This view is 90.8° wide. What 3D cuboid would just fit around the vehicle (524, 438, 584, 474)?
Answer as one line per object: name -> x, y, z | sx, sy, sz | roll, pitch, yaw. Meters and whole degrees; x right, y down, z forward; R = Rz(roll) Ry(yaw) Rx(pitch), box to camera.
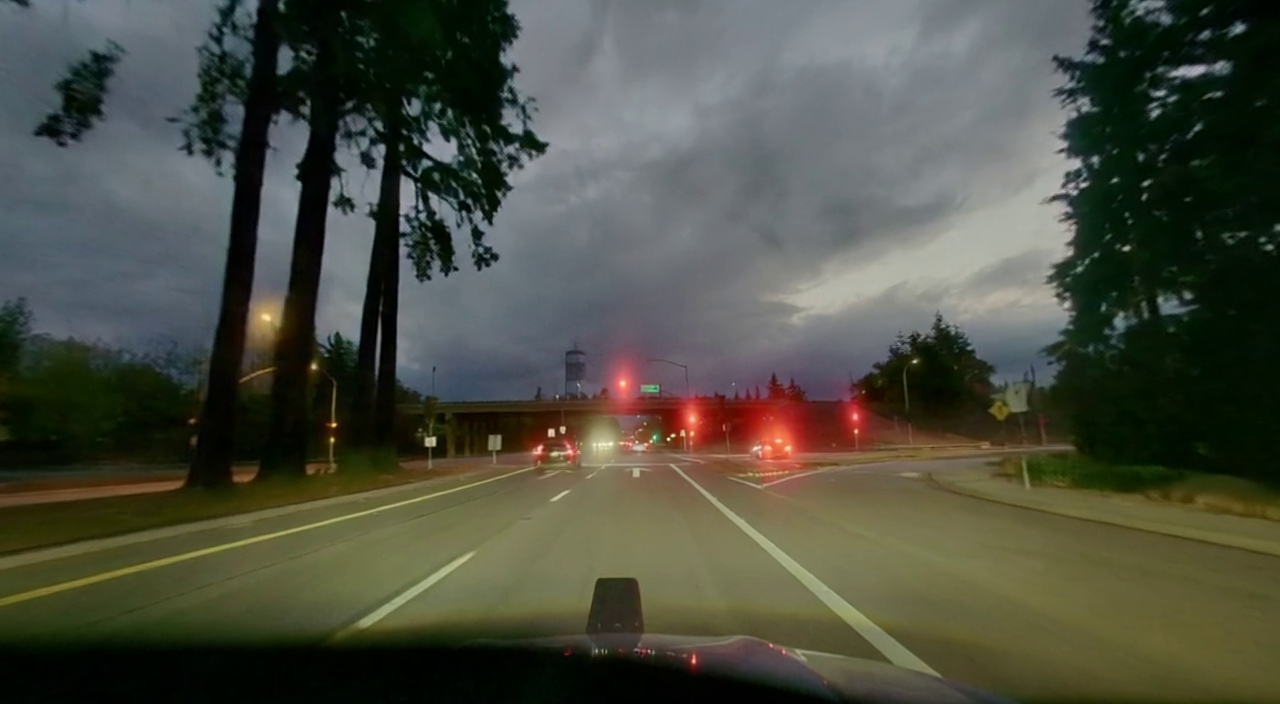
vehicle -> -3.816, 4.680, 28.644 | 2.082, 1.472, 4.310 | 0, -9, 0
